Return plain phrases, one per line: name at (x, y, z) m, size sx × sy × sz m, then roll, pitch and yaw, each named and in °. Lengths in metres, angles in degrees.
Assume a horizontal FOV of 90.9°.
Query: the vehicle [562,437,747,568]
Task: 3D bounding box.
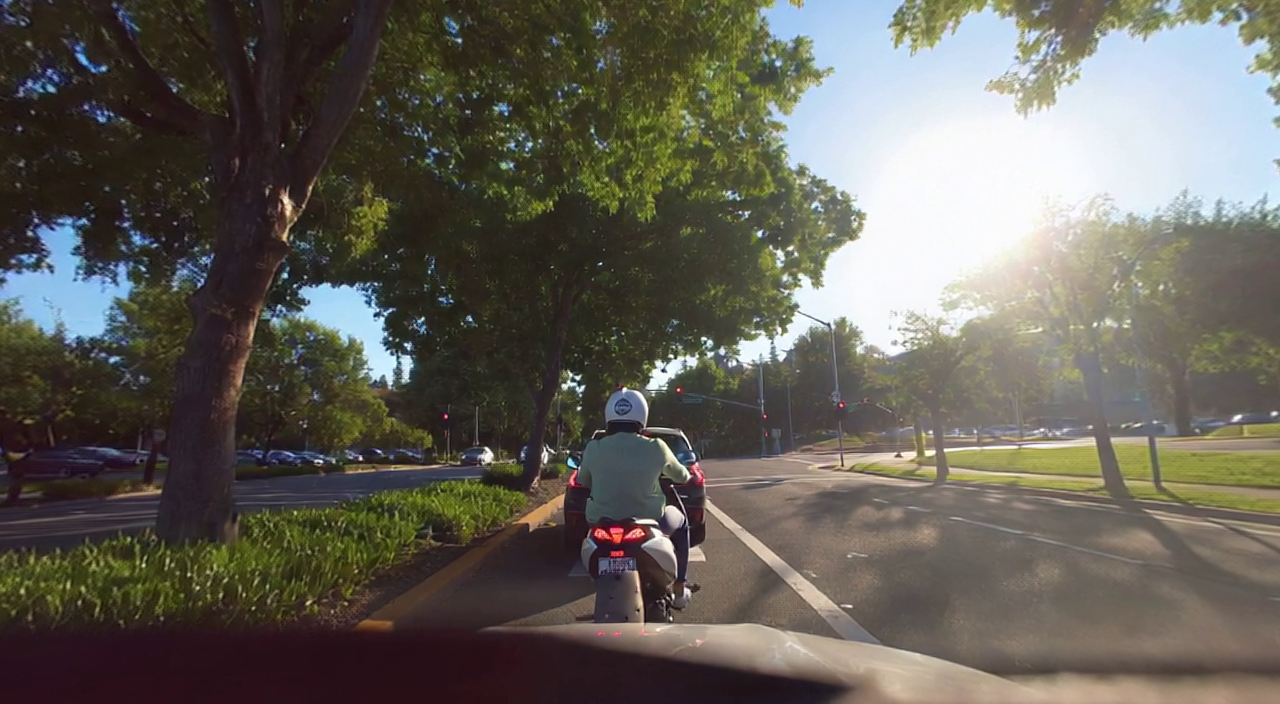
vehicle at (0.125, 2.025, 9.418) m, size 2.093 × 1.450 × 4.437 m, roll 0°, pitch -8°, yaw -1°
